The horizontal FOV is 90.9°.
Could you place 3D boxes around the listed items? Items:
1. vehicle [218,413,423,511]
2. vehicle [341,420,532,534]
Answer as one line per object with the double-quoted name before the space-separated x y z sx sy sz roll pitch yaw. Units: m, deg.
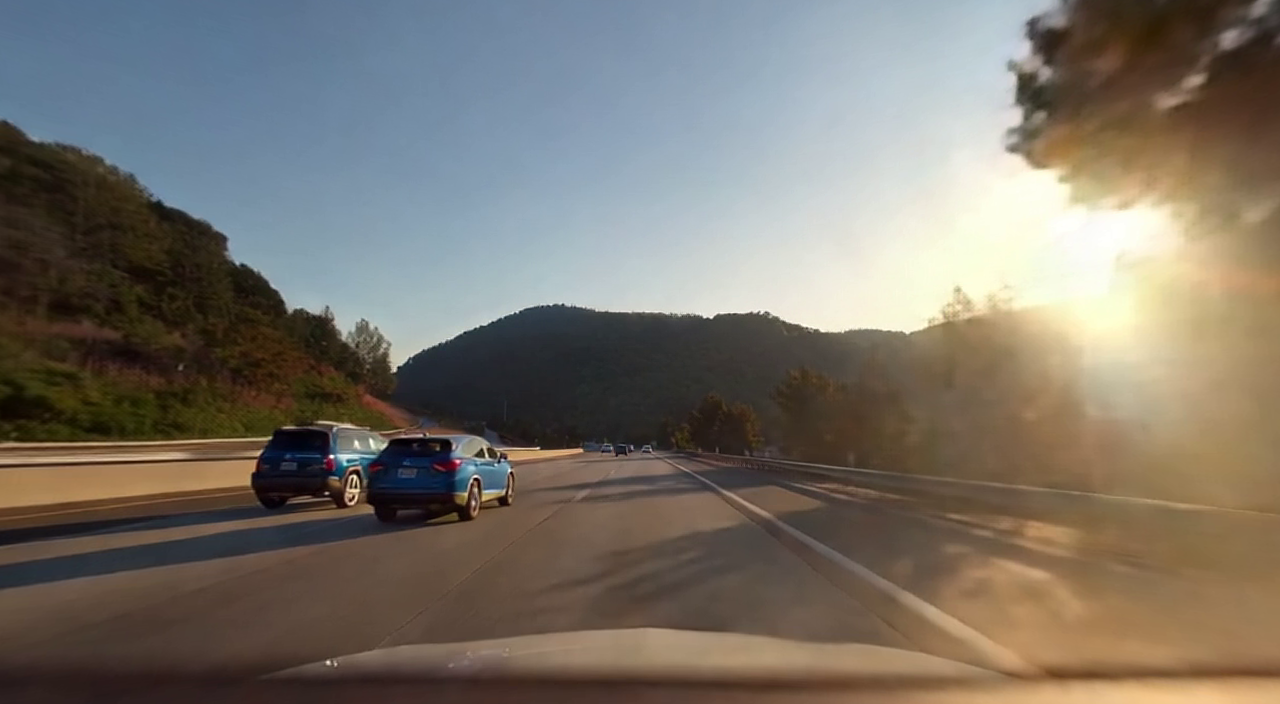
"vehicle" -7.209 2.553 15.045 2.151 1.925 4.945 0 -9 1
"vehicle" -3.390 2.179 11.541 1.983 1.663 4.290 0 -9 1
